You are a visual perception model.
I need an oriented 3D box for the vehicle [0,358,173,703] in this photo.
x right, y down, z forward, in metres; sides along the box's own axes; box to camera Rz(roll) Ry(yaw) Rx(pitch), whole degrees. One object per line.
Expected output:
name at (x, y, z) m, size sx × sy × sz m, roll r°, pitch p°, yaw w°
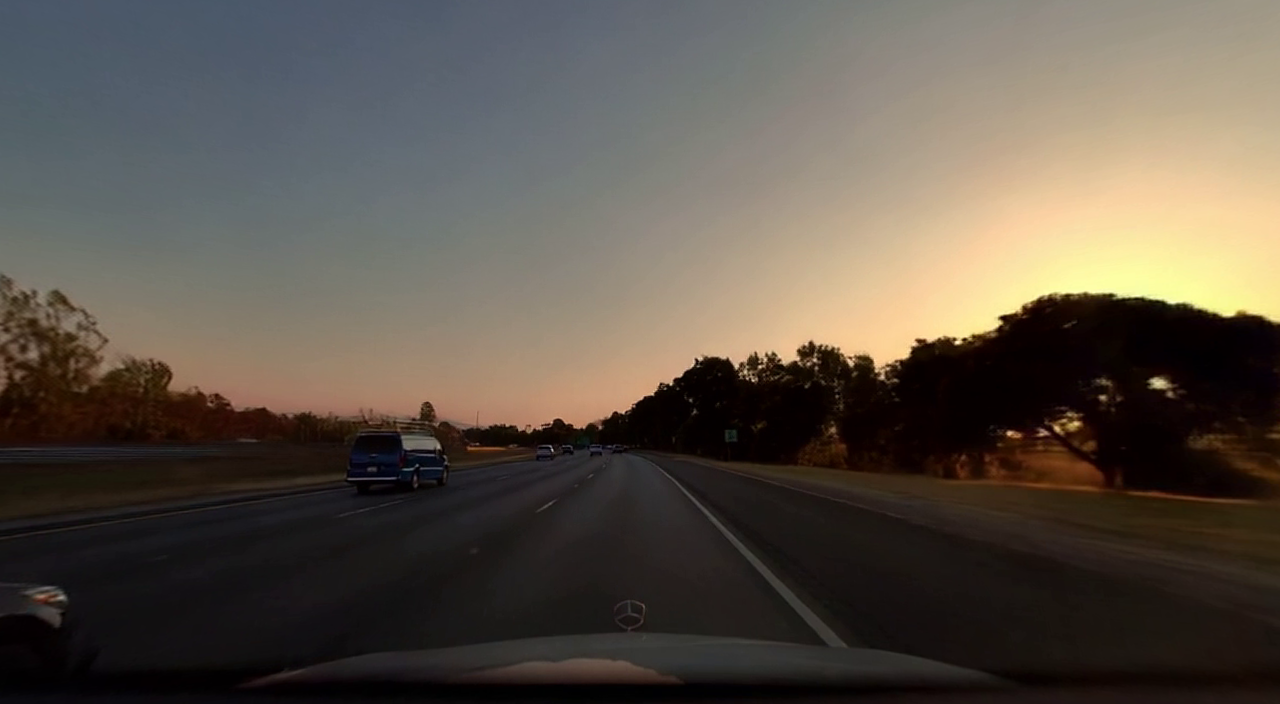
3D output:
vehicle at (-3.739, 0.642, 1.127) m, size 2.040 × 1.679 × 4.865 m, roll 0°, pitch -9°, yaw 0°

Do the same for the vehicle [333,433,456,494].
vehicle at (-7.850, 3.613, 20.782) m, size 2.093 × 1.752 × 4.771 m, roll 0°, pitch -9°, yaw 0°
